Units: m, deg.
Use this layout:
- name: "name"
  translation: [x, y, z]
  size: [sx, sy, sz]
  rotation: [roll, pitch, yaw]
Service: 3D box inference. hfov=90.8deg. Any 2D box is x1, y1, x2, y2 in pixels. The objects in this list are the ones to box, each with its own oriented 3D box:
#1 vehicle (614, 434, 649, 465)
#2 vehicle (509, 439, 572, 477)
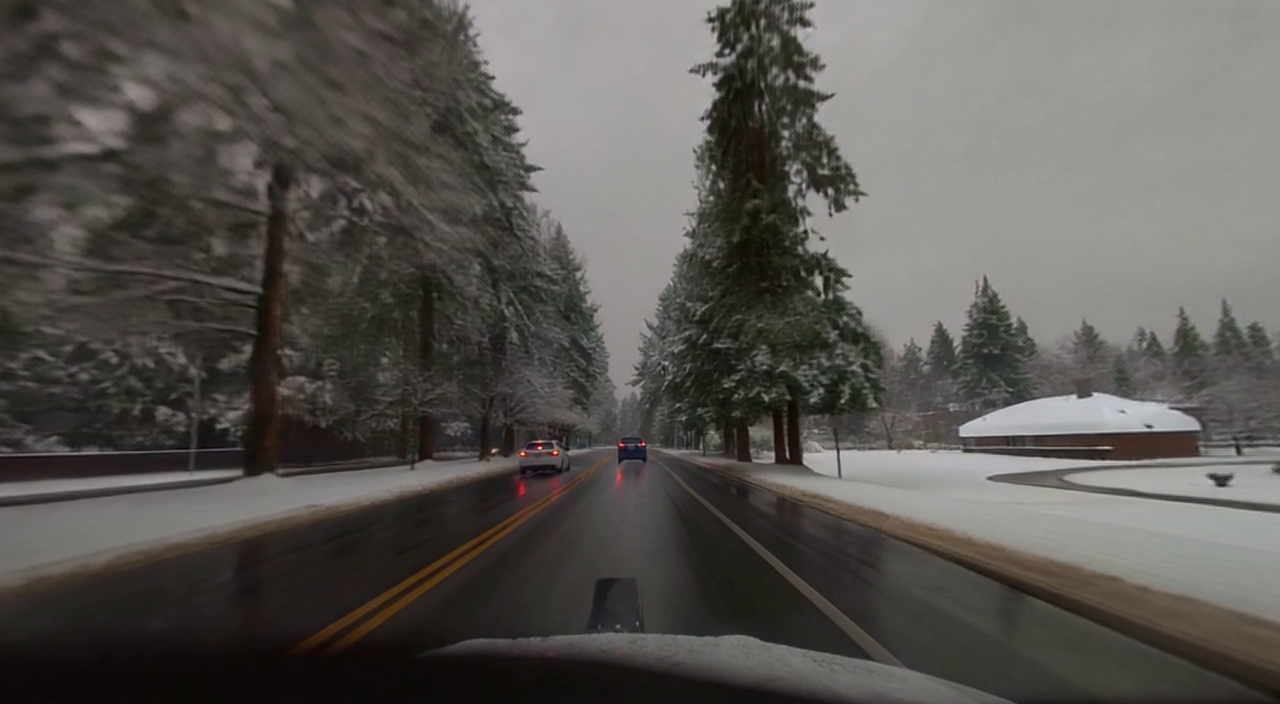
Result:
- name: "vehicle"
  translation: [-0.487, 5.884, 38.360]
  size: [2.018, 1.769, 3.897]
  rotation: [0, -8, -1]
- name: "vehicle"
  translation: [-4.063, 4.373, 26.407]
  size: [1.917, 1.448, 4.178]
  rotation: [0, -8, 1]
